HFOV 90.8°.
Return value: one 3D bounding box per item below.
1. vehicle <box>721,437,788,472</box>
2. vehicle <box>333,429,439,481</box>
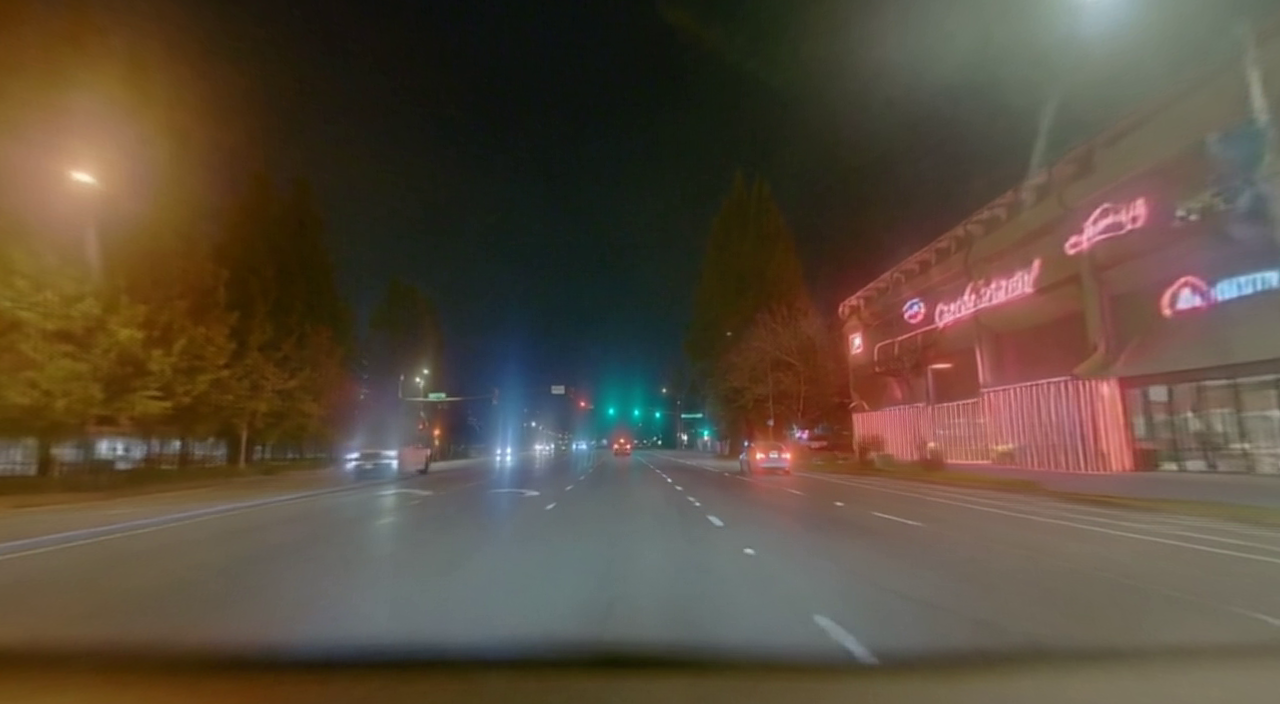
[{"bbox_3d":[5.168,4.719,29.231,2.024,1.475,4.600,0,-8,-3],"label":"vehicle"},{"bbox_3d":[-10.847,4.436,27.573,2.290,1.989,5.924,0,-8,-2],"label":"vehicle"}]
